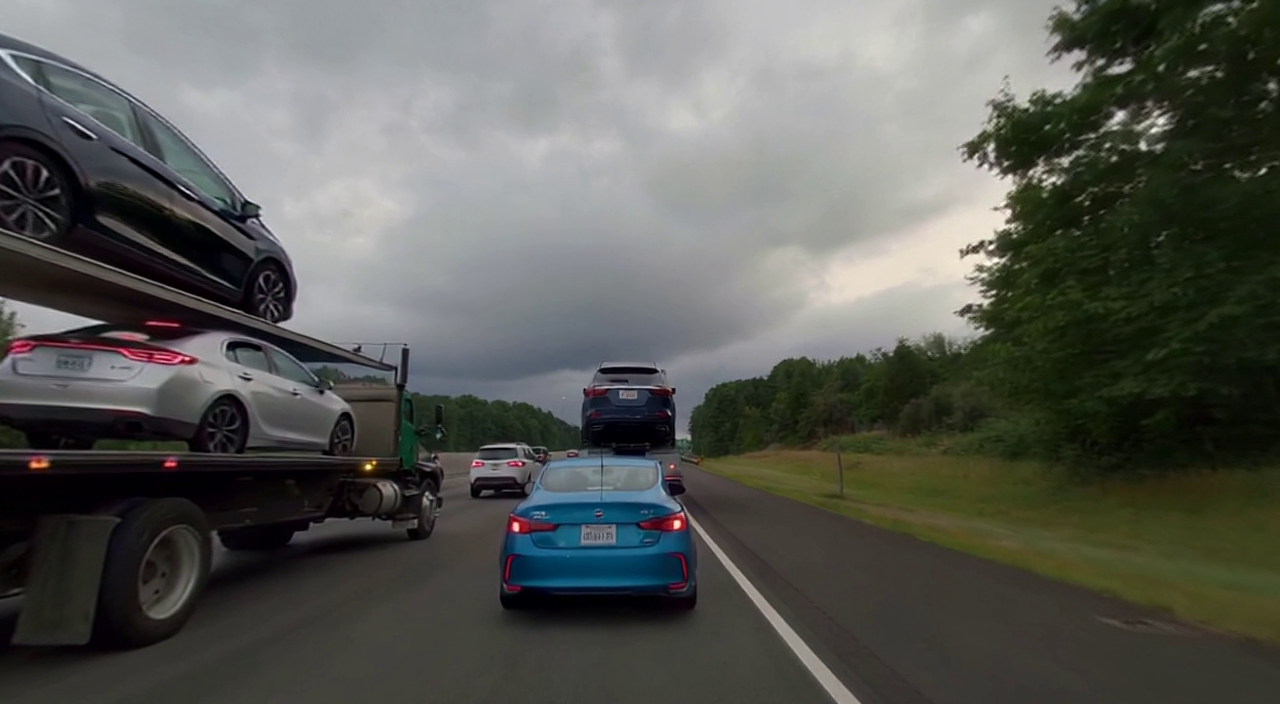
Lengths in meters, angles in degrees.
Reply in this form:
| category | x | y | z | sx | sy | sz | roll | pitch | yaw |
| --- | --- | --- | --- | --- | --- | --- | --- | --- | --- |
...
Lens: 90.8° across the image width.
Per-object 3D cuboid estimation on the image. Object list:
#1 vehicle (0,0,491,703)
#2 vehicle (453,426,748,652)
| category | x | y | z | sx | sy | sz | roll | pitch | yaw |
| --- | --- | --- | --- | --- | --- | --- | --- | --- | --- |
| vehicle | -4.591 | 0.283 | 6.084 | 2.836 | 4.059 | 14.286 | 0 | -9 | 0 |
| vehicle | -0.285 | 1.534 | 6.049 | 1.991 | 1.507 | 3.391 | 0 | -9 | -1 |
